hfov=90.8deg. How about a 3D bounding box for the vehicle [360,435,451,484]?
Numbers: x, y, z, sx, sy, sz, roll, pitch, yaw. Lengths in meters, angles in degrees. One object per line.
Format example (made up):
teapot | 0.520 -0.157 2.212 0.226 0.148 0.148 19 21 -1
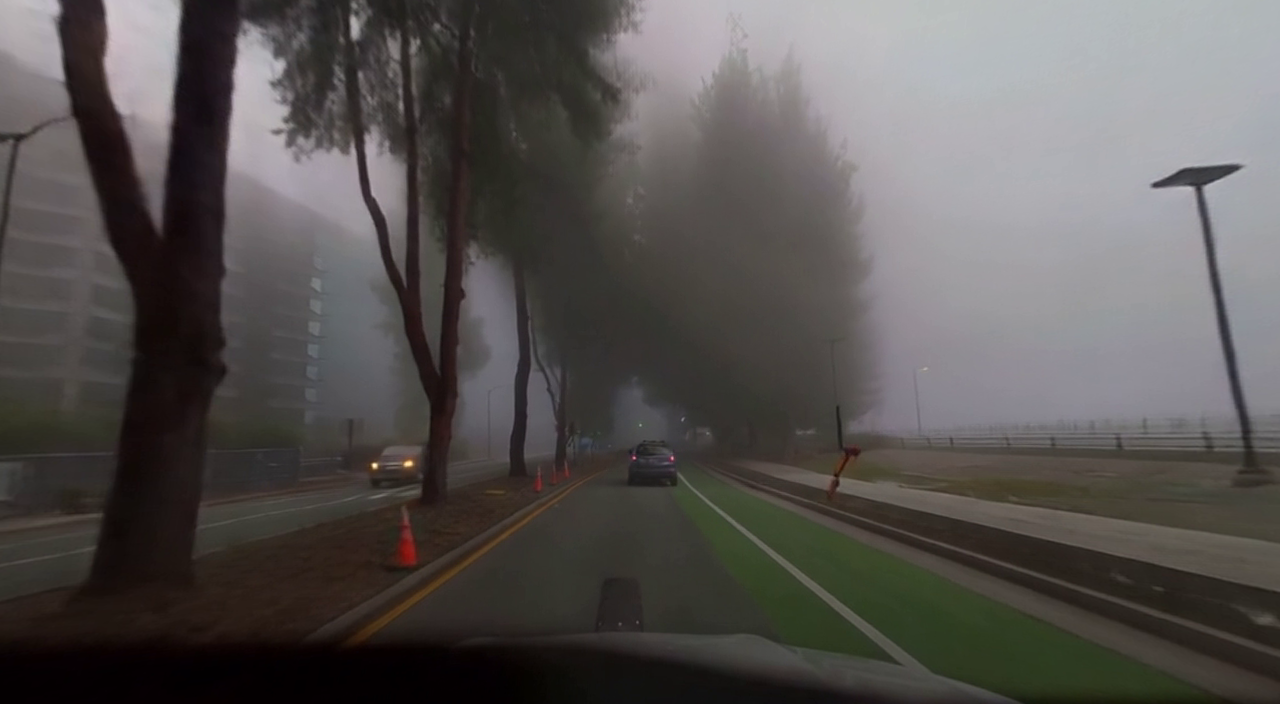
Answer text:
vehicle | -11.159 5.148 30.565 2.349 2.106 5.464 0 -8 -1

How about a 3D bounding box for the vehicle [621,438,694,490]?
vehicle | 0.570 3.585 20.670 2.114 1.493 4.430 -1 -8 2
